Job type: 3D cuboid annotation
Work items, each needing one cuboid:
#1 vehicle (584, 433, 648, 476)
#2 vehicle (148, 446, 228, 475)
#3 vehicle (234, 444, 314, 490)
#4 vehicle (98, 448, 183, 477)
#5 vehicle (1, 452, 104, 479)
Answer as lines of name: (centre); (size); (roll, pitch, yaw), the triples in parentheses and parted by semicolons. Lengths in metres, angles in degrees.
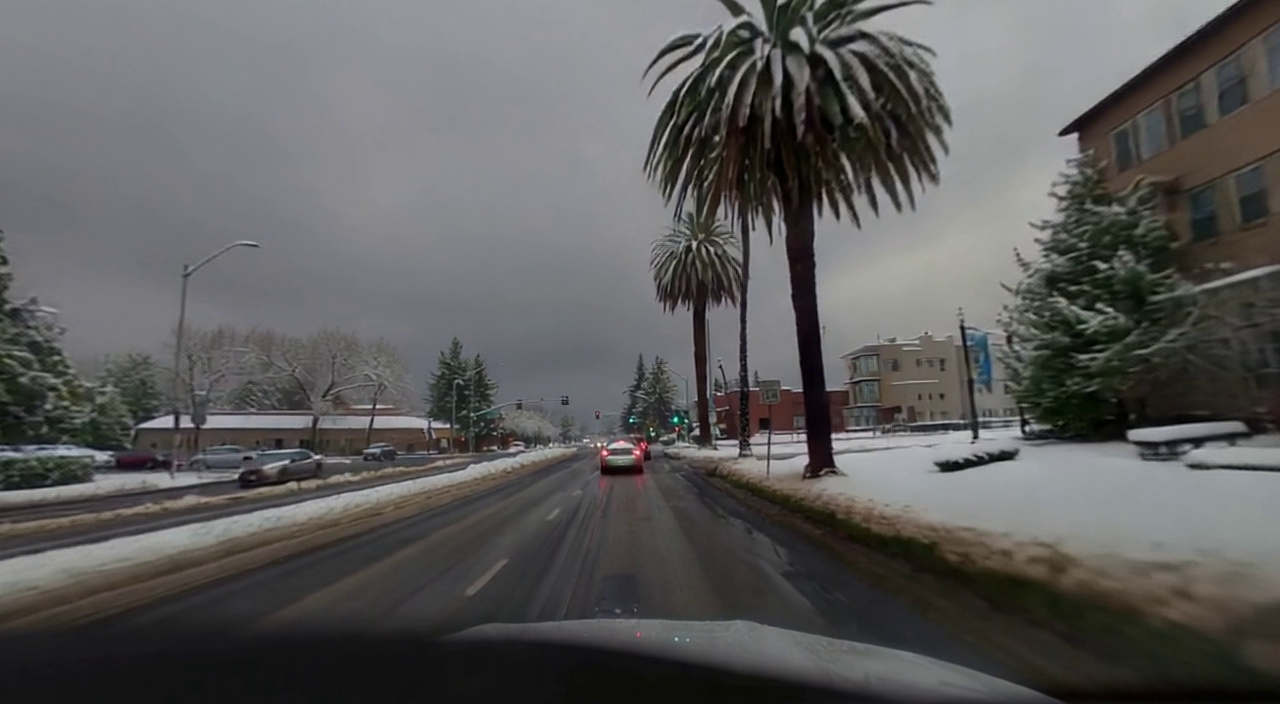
vehicle: (-0.852, 4.031, 24.897); (2.060, 1.526, 3.859); (-1, -9, 5)
vehicle: (-26.694, 6.412, 37.458); (1.816, 1.586, 3.958); (0, -9, -1)
vehicle: (-13.353, 4.184, 23.333); (1.903, 1.487, 4.784); (3, -9, -22)
vehicle: (-29.204, 6.427, 37.101); (1.812, 1.585, 3.938); (0, -9, -3)
vehicle: (-34.732, 6.691, 37.522); (1.940, 1.474, 4.384); (0, -9, -1)
